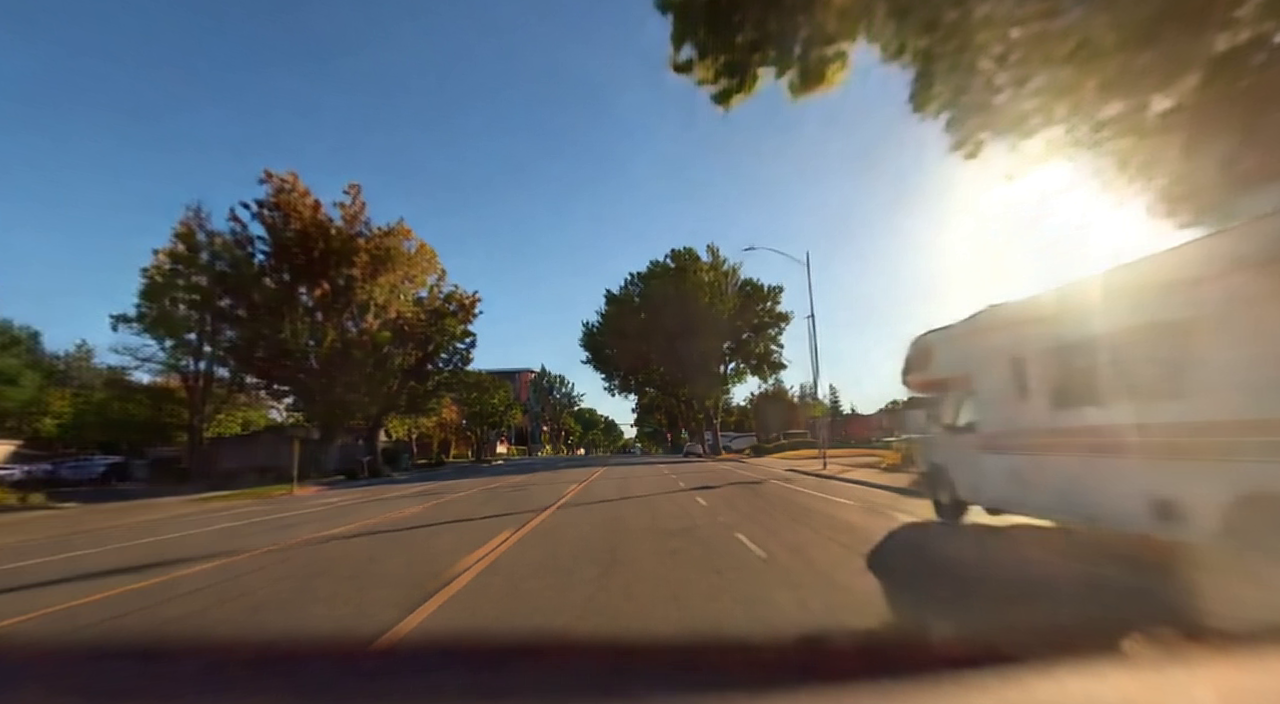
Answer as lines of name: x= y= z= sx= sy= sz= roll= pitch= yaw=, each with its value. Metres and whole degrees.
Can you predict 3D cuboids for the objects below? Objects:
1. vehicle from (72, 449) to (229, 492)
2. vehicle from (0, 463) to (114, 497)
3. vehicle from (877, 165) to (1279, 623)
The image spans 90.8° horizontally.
vehicle: x=-26.561 y=6.379 z=34.570 sx=6.500 sy=1.985 sz=2.363 roll=6 pitch=-10 yaw=-38
vehicle: x=-28.102 y=6.055 z=30.097 sx=4.501 sy=1.415 sz=1.806 roll=7 pitch=-11 yaw=-37
vehicle: x=6.046 y=0.669 z=6.993 sx=2.944 sy=3.252 sz=9.712 roll=0 pitch=-9 yaw=-1
